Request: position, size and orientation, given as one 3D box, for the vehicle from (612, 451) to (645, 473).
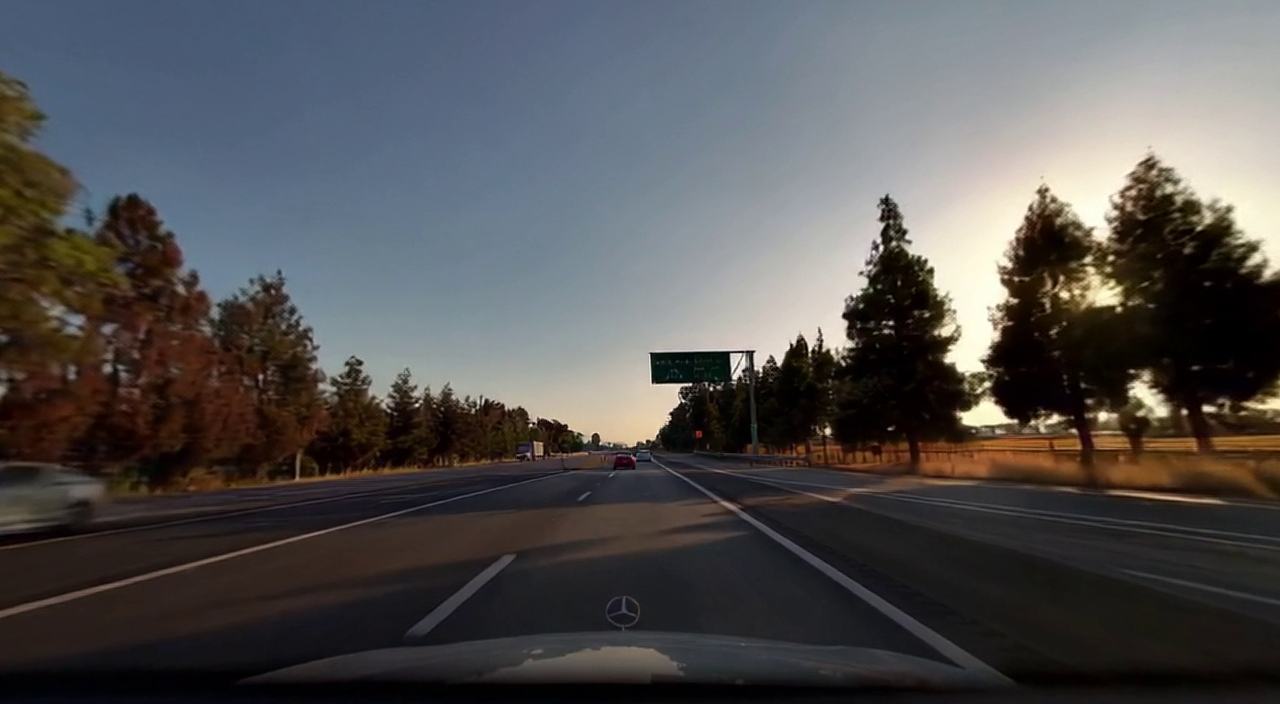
[{"bbox_3d":[-0.767,7.739,44.628,2.170,1.451,4.584,0,-9,0],"label":"vehicle"}]
